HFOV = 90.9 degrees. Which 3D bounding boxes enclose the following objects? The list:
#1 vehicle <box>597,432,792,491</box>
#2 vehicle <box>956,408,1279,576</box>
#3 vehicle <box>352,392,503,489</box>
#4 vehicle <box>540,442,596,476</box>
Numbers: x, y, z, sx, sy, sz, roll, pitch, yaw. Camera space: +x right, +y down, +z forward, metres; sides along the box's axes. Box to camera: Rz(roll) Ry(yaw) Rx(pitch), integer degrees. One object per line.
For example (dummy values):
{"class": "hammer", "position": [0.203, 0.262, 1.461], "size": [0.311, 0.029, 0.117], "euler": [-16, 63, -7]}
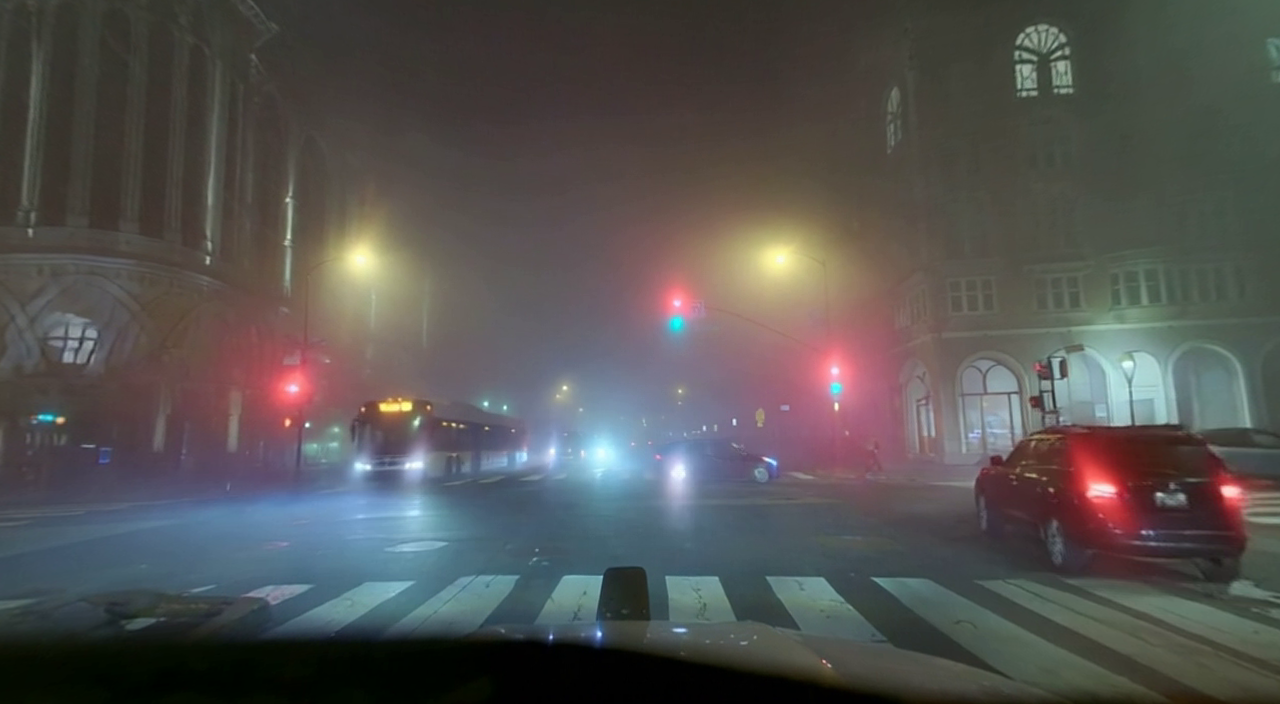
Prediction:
{"class": "vehicle", "position": [1.540, 3.265, 18.894], "size": [5.388, 1.465, 2.050], "euler": [-7, -8, 31]}
{"class": "vehicle", "position": [5.508, 1.606, 8.070], "size": [2.006, 1.495, 4.271], "euler": [-3, -9, 19]}
{"class": "vehicle", "position": [-8.691, 3.901, 27.616], "size": [2.916, 3.427, 10.189], "euler": [0, -8, 1]}
{"class": "vehicle", "position": [-3.151, 4.791, 28.542], "size": [1.904, 1.402, 4.759], "euler": [0, -8, 1]}
